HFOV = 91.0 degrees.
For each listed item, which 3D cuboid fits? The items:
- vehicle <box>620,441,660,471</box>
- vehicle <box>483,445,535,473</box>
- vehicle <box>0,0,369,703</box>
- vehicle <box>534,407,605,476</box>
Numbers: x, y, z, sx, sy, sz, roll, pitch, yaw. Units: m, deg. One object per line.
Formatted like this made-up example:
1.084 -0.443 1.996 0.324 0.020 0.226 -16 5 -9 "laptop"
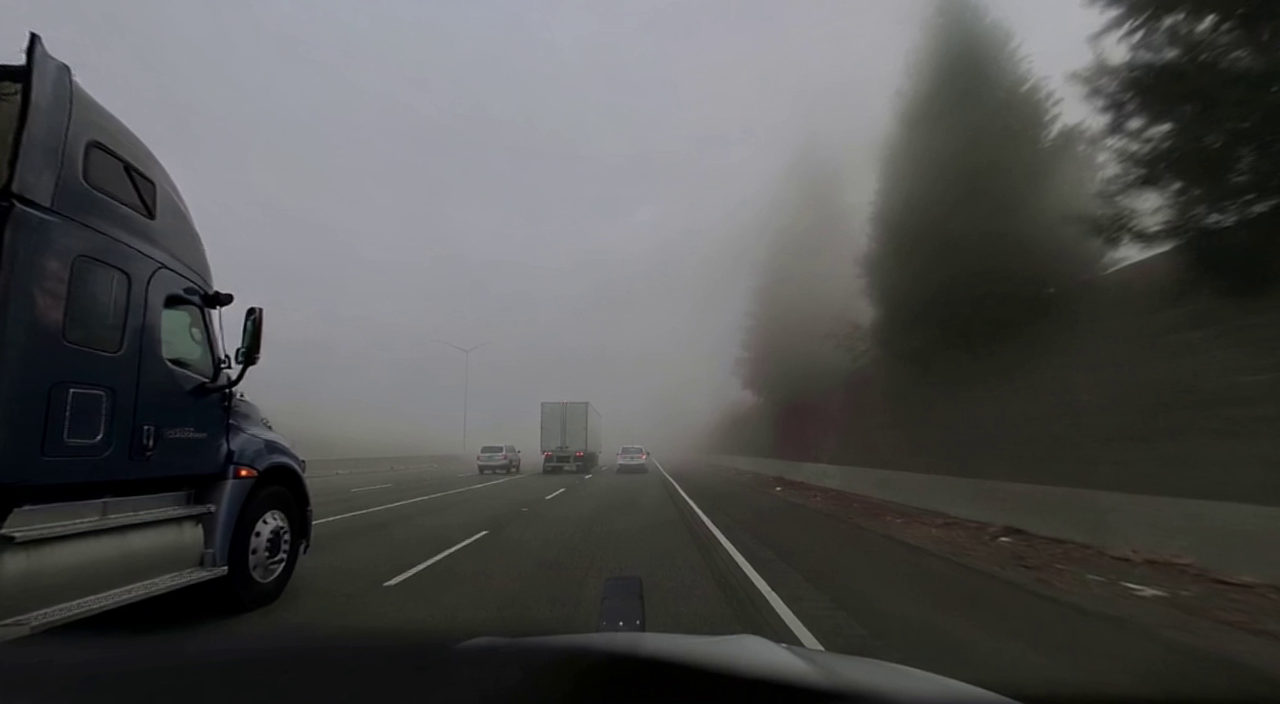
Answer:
0.031 6.014 36.674 2.178 1.640 4.071 0 -9 1 "vehicle"
-7.246 5.945 35.188 1.962 1.489 4.002 0 -9 1 "vehicle"
-3.793 -0.107 0.268 3.025 3.266 9.256 0 -9 1 "vehicle"
-3.730 5.088 35.641 2.956 3.331 9.575 0 -9 0 "vehicle"
